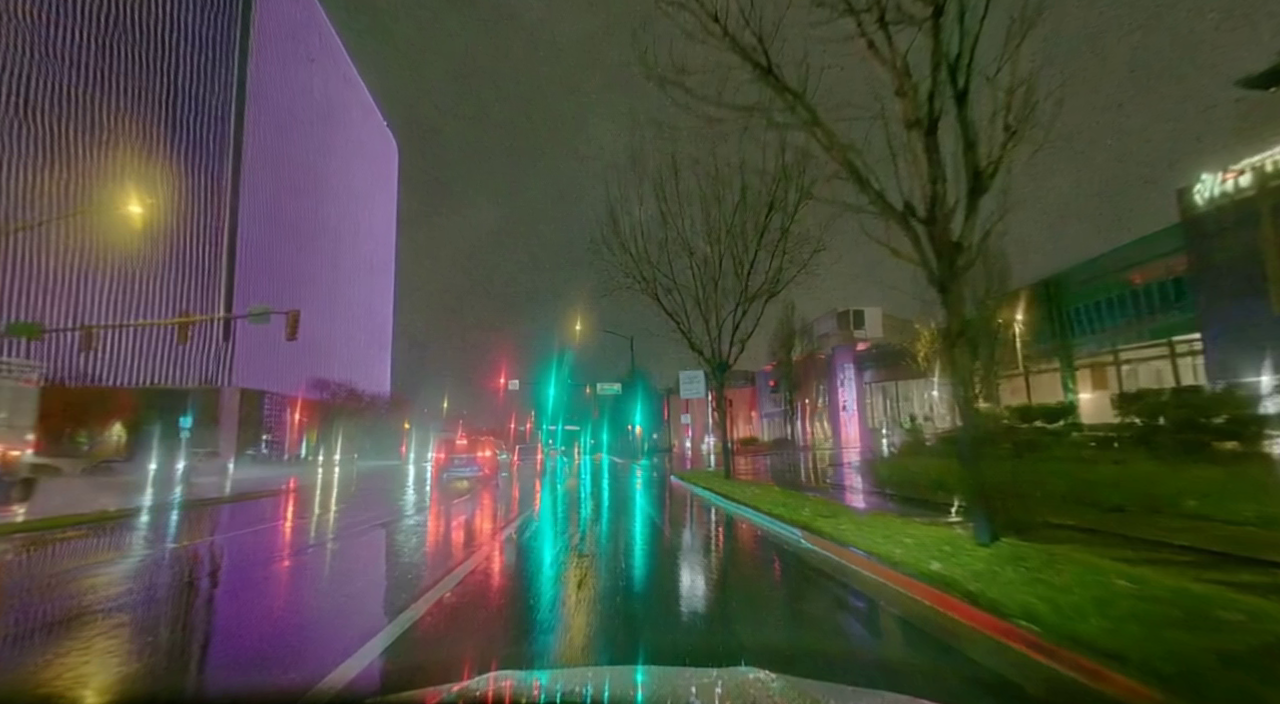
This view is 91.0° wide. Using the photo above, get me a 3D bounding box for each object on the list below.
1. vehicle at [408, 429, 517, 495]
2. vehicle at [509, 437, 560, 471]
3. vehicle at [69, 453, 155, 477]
[{"bbox_3d":[-5.249,3.321,19.335,2.169,1.741,4.588,1,-9,-3],"label":"vehicle"},{"bbox_3d":[-6.200,6.083,37.627,2.384,1.849,5.009,1,-9,-2],"label":"vehicle"},{"bbox_3d":[-41.545,8.864,49.612,4.760,1.526,2.108,-1,-7,-5],"label":"vehicle"}]
